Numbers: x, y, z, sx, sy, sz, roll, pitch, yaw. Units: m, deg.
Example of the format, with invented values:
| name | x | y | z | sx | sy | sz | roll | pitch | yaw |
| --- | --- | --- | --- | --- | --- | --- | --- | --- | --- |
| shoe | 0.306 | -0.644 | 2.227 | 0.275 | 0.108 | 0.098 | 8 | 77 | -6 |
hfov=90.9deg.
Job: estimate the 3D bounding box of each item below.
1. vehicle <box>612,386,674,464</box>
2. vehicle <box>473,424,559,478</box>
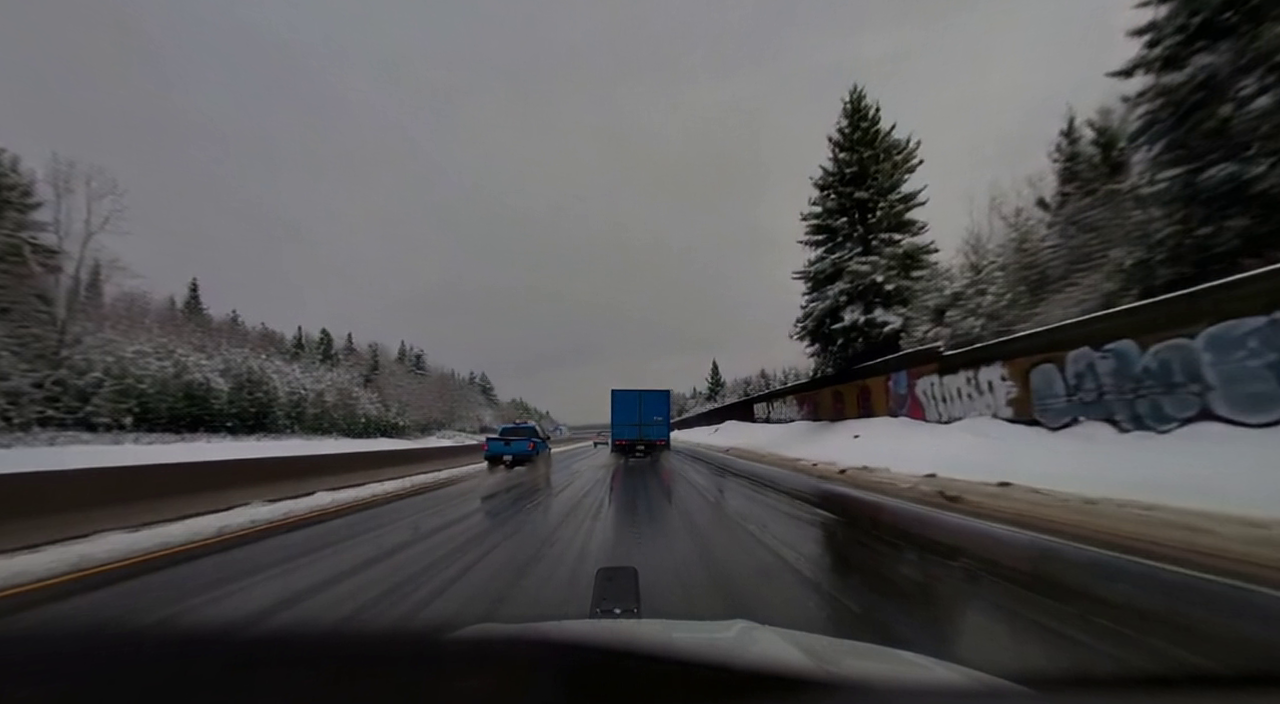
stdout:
| name | x | y | z | sx | sy | sz | roll | pitch | yaw |
| --- | --- | --- | --- | --- | --- | --- | --- | --- | --- |
| vehicle | 0.043 | 4.077 | 34.578 | 2.927 | 3.649 | 9.443 | 0 | -8 | -1 |
| vehicle | -4.091 | 3.321 | 21.487 | 2.058 | 1.645 | 4.130 | 0 | -8 | 0 |
